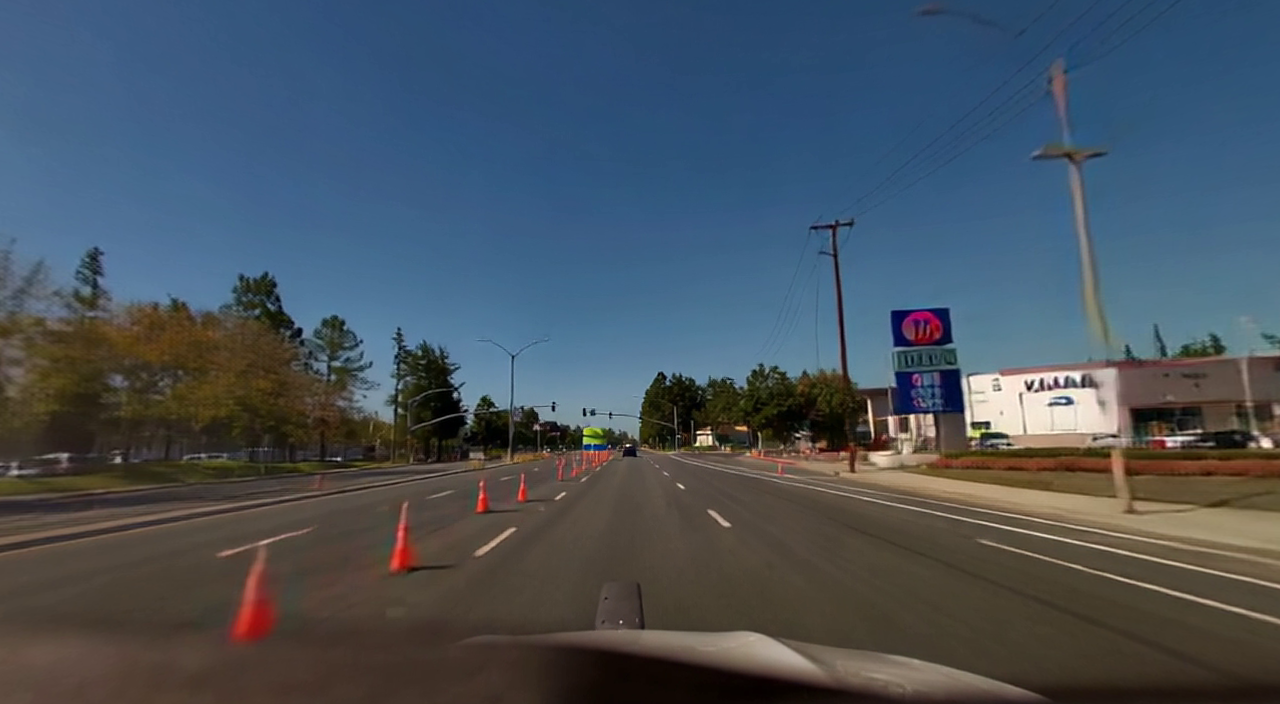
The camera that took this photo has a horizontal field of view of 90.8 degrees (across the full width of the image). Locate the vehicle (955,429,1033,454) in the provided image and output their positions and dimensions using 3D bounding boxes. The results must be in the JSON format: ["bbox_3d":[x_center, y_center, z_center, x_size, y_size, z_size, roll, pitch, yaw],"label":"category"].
[{"bbox_3d":[20.746,5.262,37.083,3.526,1.430,1.698,0,-8,1],"label":"vehicle"}]

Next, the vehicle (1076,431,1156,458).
[{"bbox_3d":[29.790,5.814,39.687,1.784,1.567,3.930,-2,-9,-1],"label":"vehicle"}]

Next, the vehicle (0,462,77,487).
[{"bbox_3d":[-39.340,7.905,40.926,1.676,1.381,4.392,0,-8,1],"label":"vehicle"}]

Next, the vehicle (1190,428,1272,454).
[{"bbox_3d":[38.033,5.701,40.769,1.661,1.428,3.702,-2,-6,0],"label":"vehicle"}]
